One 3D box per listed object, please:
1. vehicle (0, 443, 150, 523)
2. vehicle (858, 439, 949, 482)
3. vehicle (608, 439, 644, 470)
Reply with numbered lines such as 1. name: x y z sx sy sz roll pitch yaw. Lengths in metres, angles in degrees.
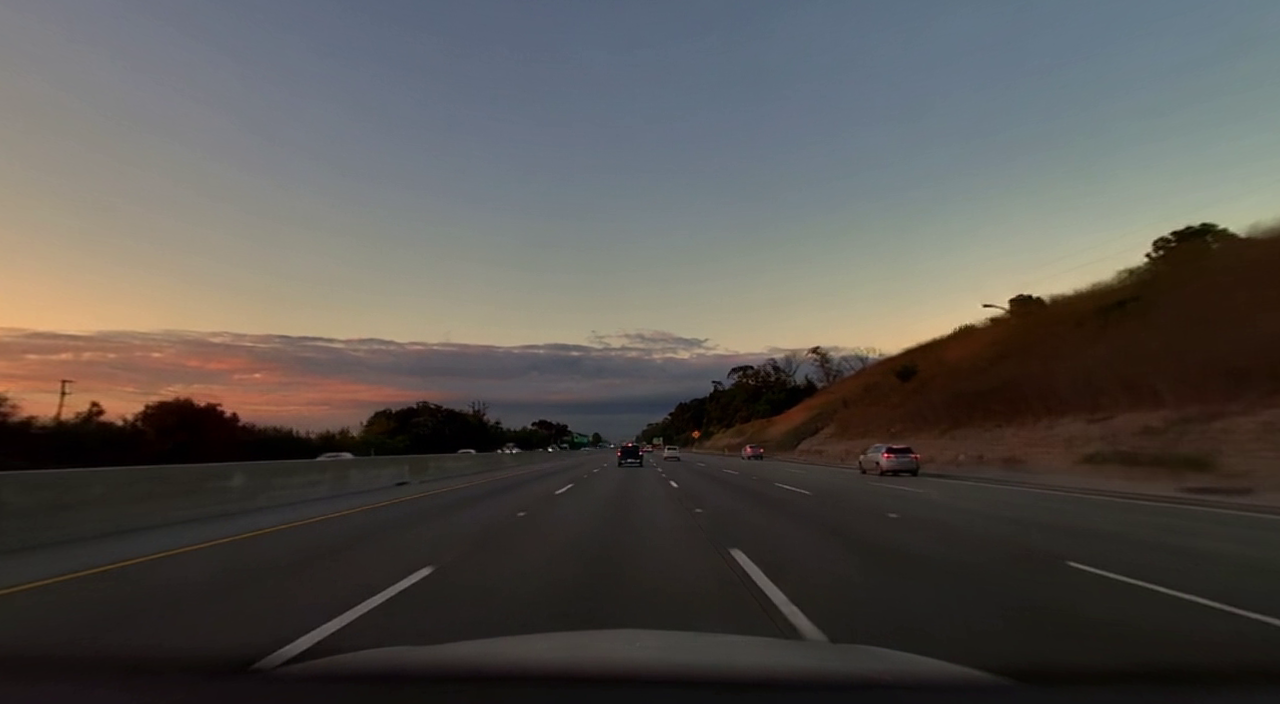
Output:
1. vehicle: -11.400 2.429 12.112 1.416 1.326 3.186 0 -9 -1
2. vehicle: 11.195 4.631 27.214 1.912 1.673 4.438 0 -9 -1
3. vehicle: -0.835 6.277 38.801 2.121 1.739 4.087 0 -9 -1
